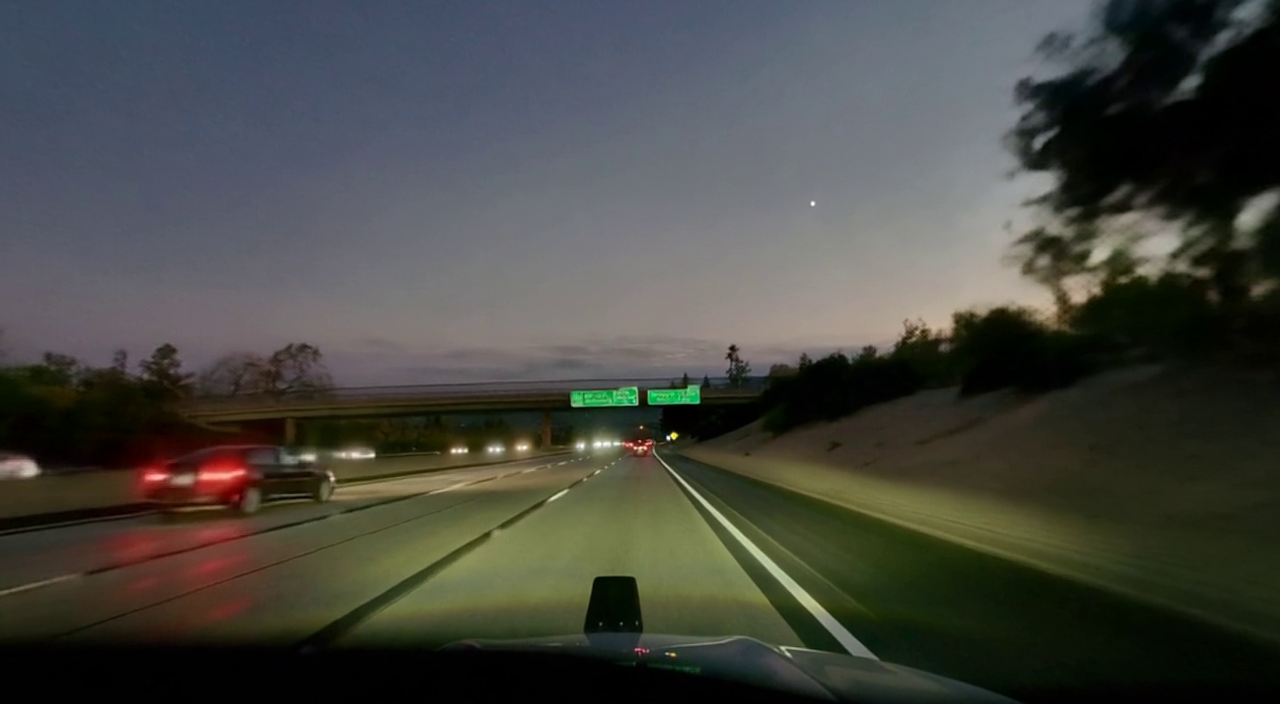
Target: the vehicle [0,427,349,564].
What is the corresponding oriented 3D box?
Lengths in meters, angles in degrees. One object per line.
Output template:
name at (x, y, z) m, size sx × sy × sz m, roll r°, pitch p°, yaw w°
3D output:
vehicle at (-6.633, 2.004, 9.661) m, size 1.916 × 1.545 × 4.757 m, roll 0°, pitch -8°, yaw 2°
